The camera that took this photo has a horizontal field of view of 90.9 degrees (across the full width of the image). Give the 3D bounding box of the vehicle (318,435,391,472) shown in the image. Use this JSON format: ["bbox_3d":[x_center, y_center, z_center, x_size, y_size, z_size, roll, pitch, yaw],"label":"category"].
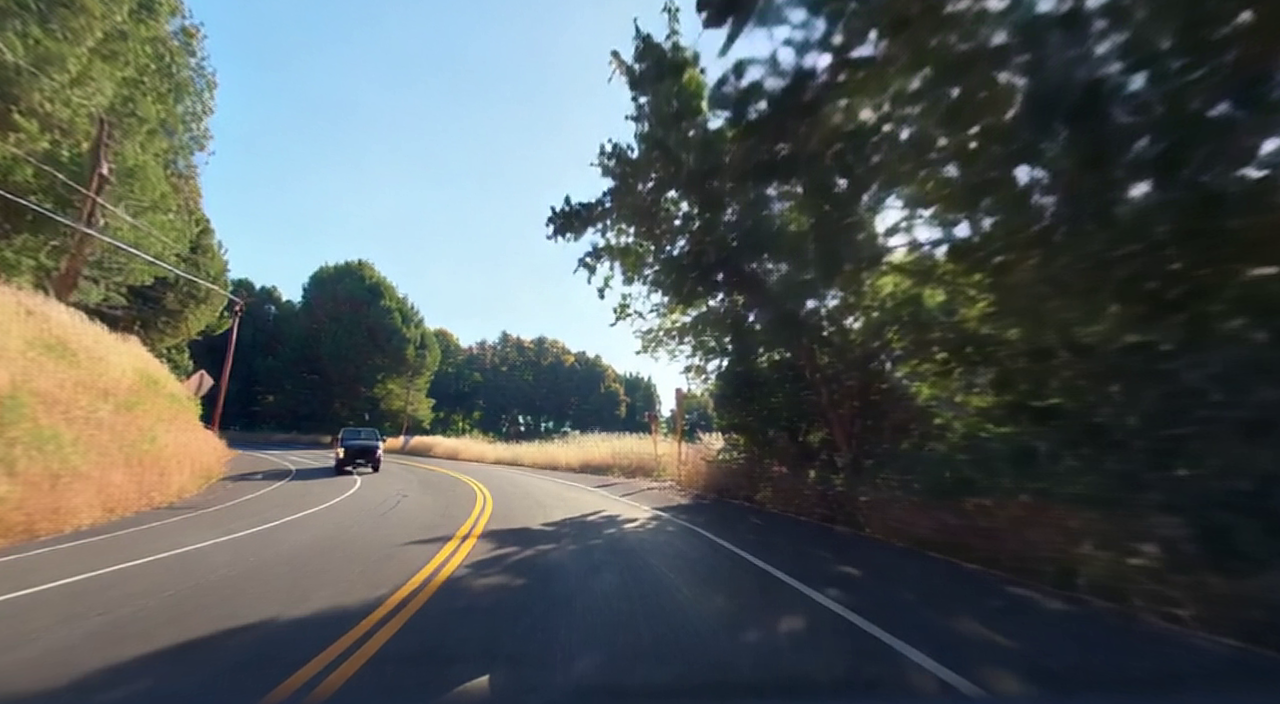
[{"bbox_3d":[-12.303,4.326,27.046,2.063,1.443,4.488,5,-10,-33],"label":"vehicle"}]
